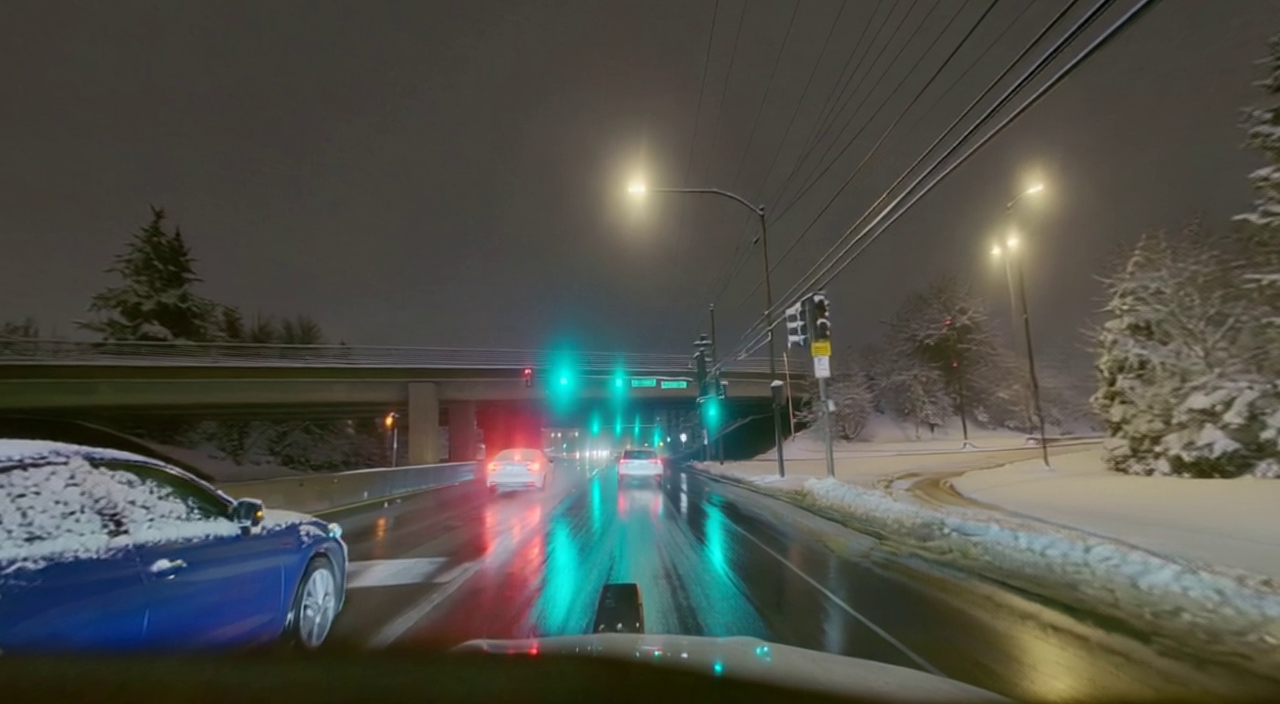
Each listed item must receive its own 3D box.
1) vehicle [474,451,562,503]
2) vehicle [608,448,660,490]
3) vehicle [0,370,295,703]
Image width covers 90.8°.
[{"bbox_3d":[-3.756,3.906,20.213,1.946,1.437,4.154,0,-9,0],"label":"vehicle"},{"bbox_3d":[-0.241,4.811,26.257,1.985,1.565,3.968,0,-9,-1],"label":"vehicle"},{"bbox_3d":[-3.515,0.904,2.437,1.925,1.666,4.271,0,-9,0],"label":"vehicle"}]
